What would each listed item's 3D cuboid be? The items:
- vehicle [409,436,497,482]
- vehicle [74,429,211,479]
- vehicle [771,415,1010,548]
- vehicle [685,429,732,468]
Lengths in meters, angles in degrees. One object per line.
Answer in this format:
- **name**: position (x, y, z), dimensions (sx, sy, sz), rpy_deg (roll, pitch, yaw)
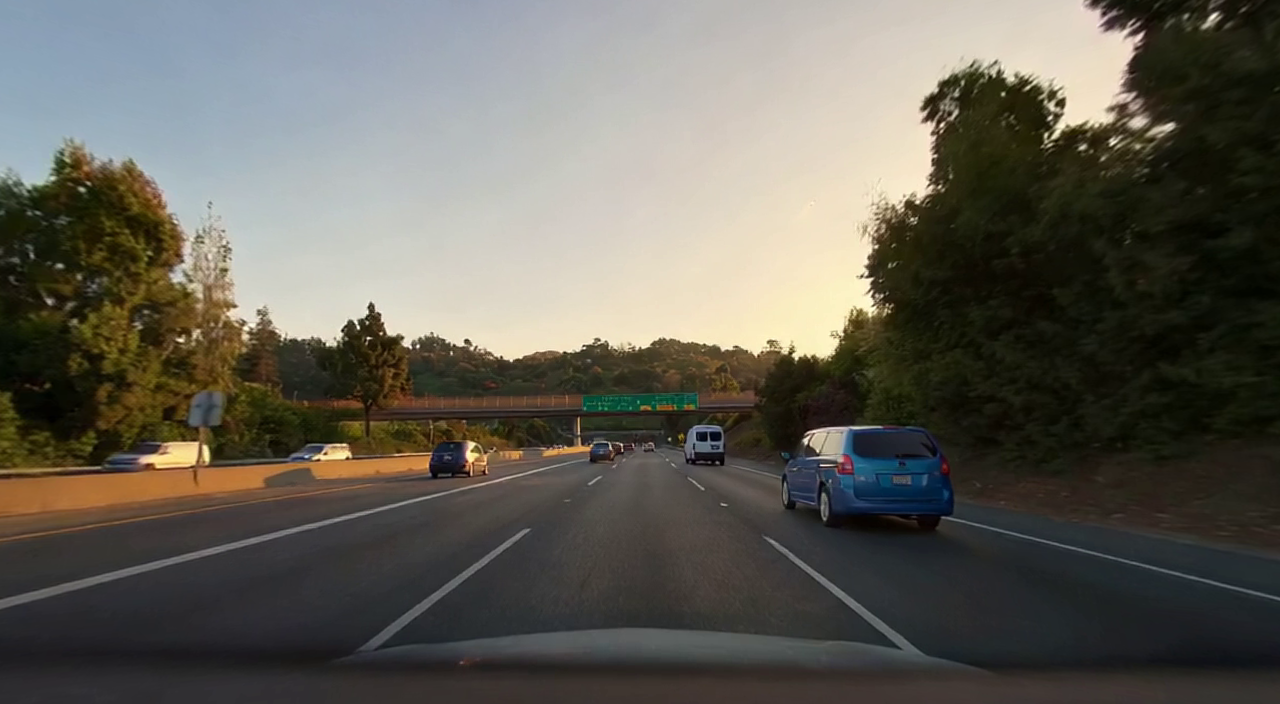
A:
- **vehicle**: position (-7.378, 4.265, 25.448), dimensions (2.068, 1.632, 4.623), rpy_deg (0, -8, 1)
- **vehicle**: position (-36.099, 7.436, 46.342), dimensions (2.791, 3.222, 8.831), rpy_deg (0, -8, 0)
- **vehicle**: position (3.724, 2.017, 10.501), dimensions (2.100, 1.690, 4.536), rpy_deg (0, -8, 0)
- **vehicle**: position (4.232, 6.095, 39.974), dimensions (2.347, 2.234, 5.352), rpy_deg (0, -8, 0)
